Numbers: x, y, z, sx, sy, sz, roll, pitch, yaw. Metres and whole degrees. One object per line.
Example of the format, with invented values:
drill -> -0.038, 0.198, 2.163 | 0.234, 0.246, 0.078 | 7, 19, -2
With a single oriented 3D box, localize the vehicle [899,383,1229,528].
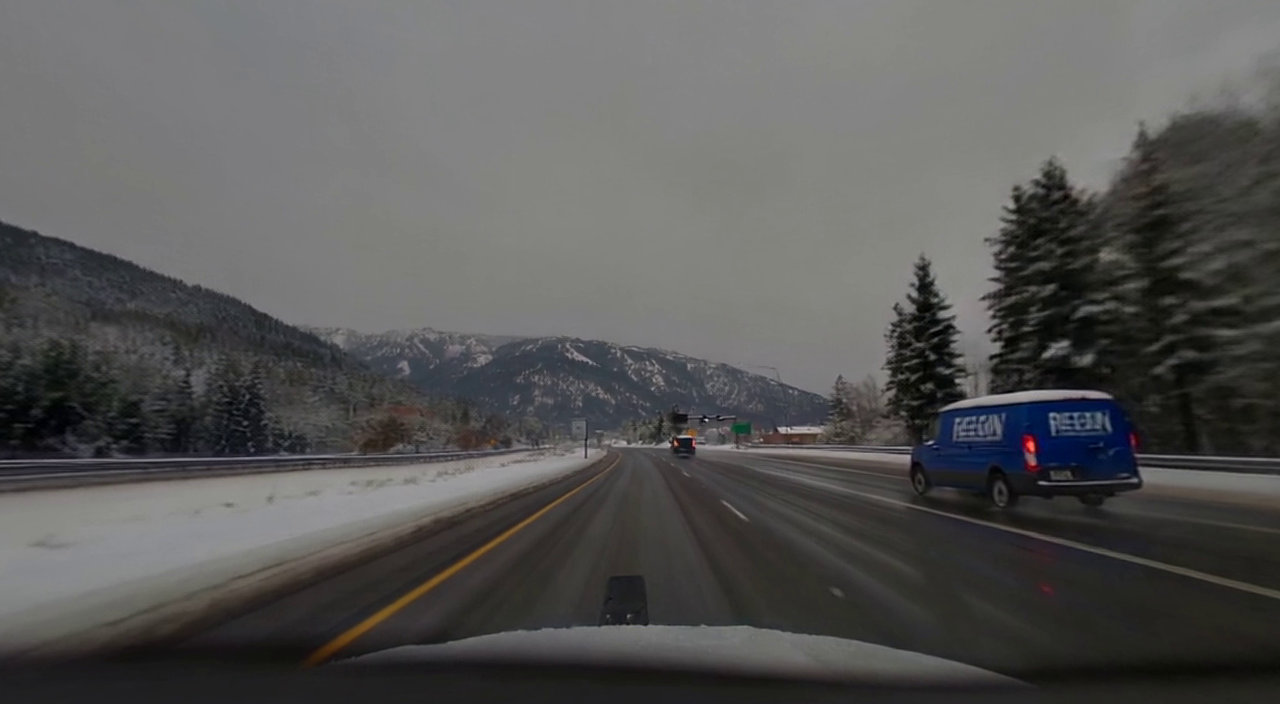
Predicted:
vehicle -> 7.179, 1.873, 11.809 | 2.275, 2.059, 5.543 | 0, -8, 0
